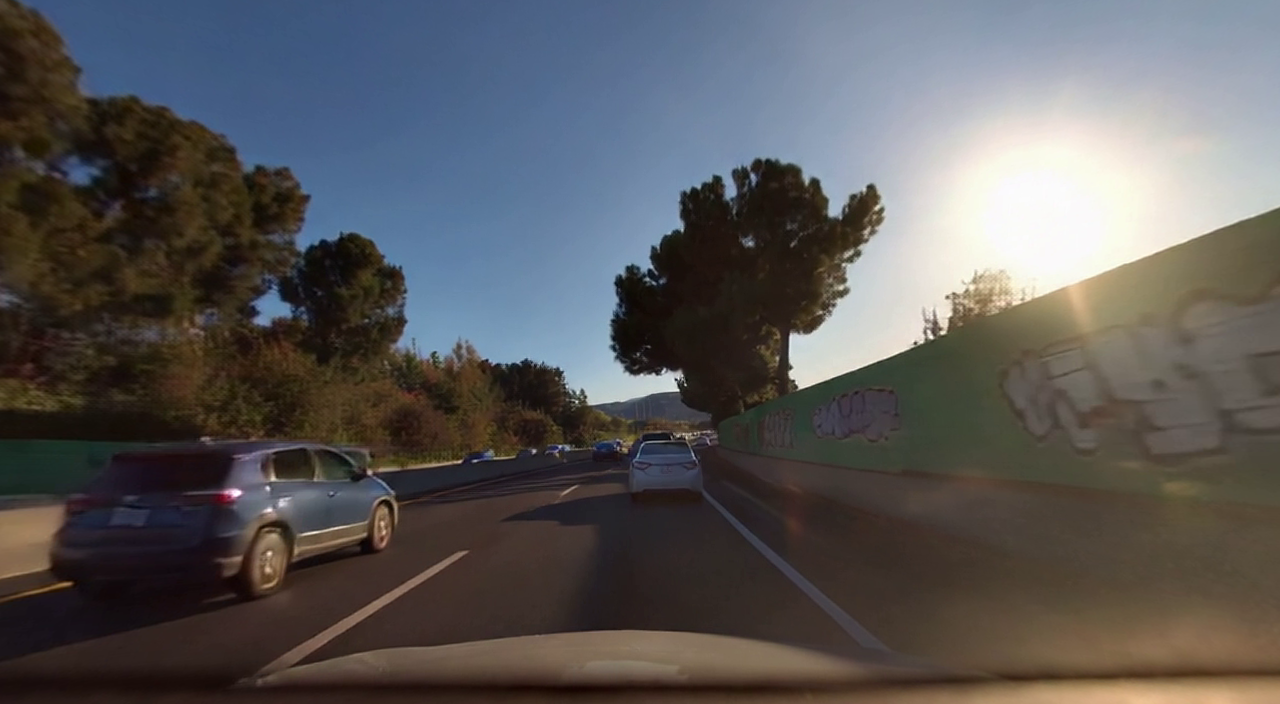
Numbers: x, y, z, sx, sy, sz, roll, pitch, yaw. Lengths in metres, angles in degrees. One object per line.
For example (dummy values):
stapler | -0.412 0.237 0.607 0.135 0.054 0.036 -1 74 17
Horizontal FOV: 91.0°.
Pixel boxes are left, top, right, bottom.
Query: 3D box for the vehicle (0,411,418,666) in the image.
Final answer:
vehicle | -3.881 1.390 5.823 2.059 1.471 4.152 0 -8 1

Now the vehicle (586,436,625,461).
vehicle | -2.197 6.345 41.427 2.105 1.571 3.727 -1 -8 4

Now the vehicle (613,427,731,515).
vehicle | 0.578 2.376 13.079 2.077 1.533 3.854 0 -8 0
